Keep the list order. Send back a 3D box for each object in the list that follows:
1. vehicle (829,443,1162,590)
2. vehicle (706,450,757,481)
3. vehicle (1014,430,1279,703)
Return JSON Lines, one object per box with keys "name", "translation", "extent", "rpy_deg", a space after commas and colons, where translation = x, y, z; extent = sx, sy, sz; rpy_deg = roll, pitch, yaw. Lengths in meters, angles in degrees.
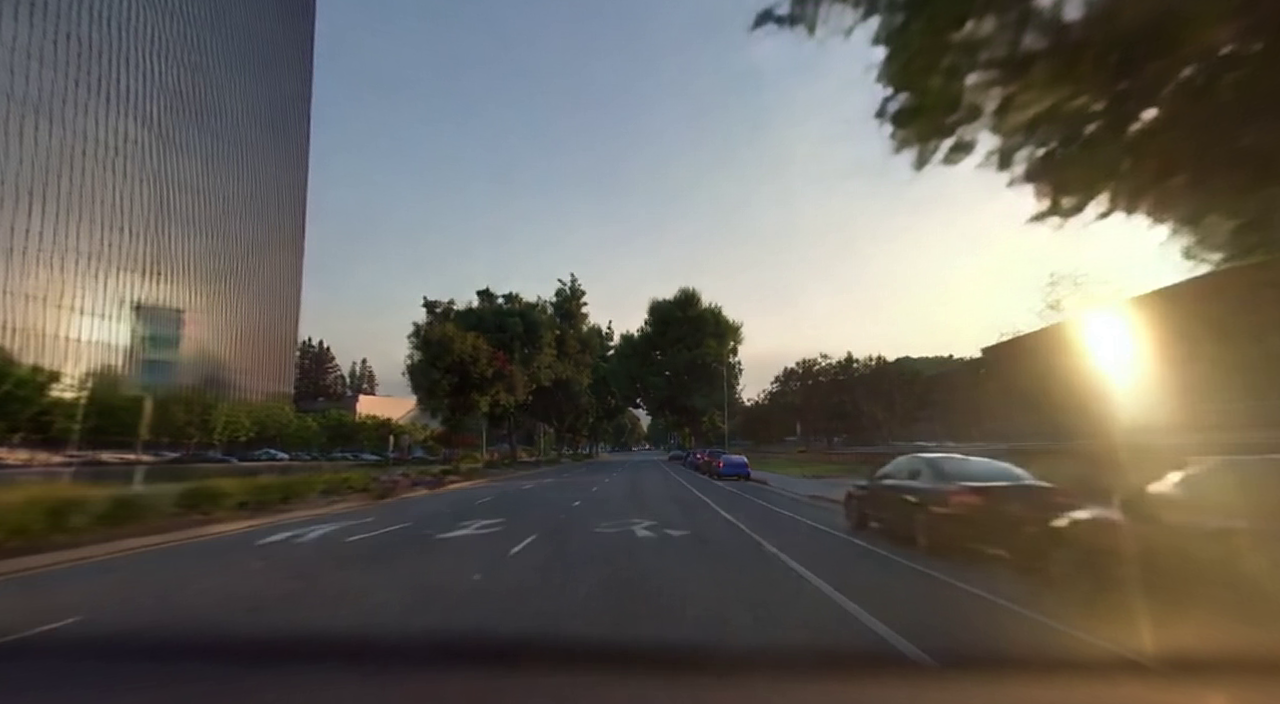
{"name": "vehicle", "translation": [4.385, 2.036, 8.831], "extent": [1.989, 1.500, 4.412], "rpy_deg": [0, -8, -2]}
{"name": "vehicle", "translation": [4.546, 5.691, 31.974], "extent": [1.872, 1.420, 4.201], "rpy_deg": [0, -8, -1]}
{"name": "vehicle", "translation": [4.409, 1.204, 3.566], "extent": [1.909, 1.503, 4.368], "rpy_deg": [0, -8, 0]}
